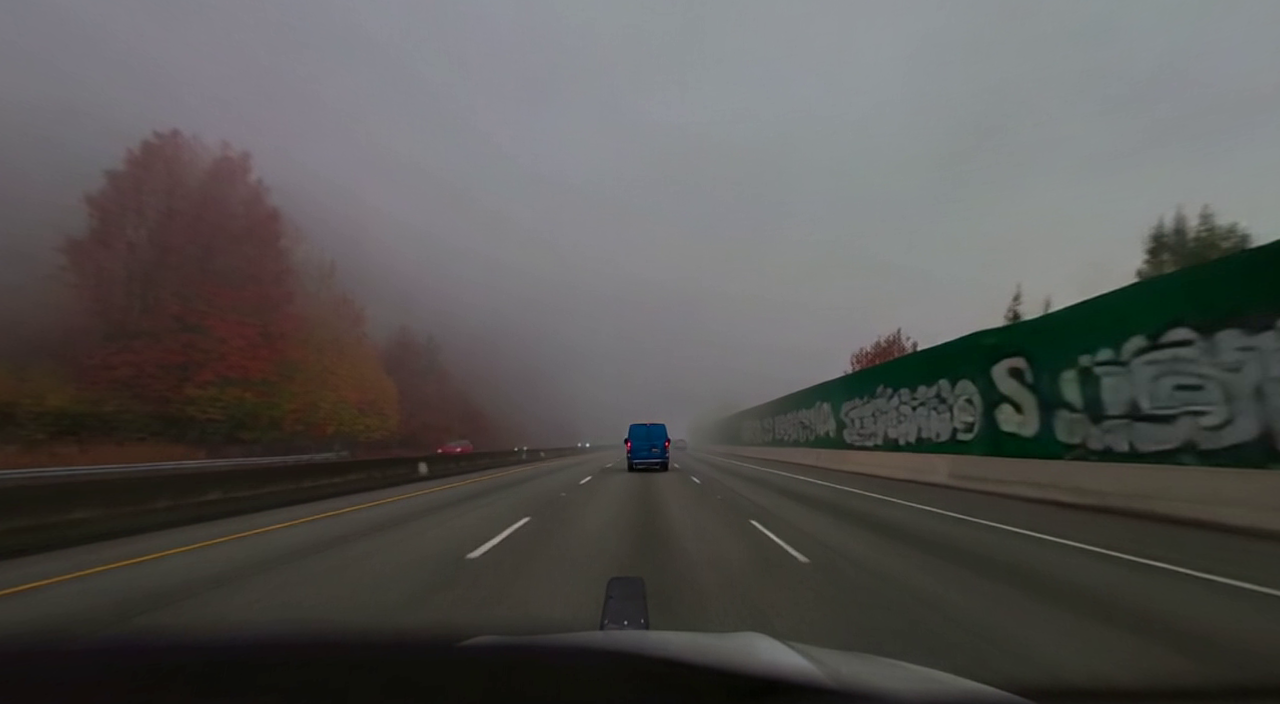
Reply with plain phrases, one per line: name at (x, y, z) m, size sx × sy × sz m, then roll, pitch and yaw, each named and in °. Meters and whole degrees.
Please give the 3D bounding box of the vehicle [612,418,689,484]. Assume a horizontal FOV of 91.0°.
vehicle at (0.277, 3.269, 20.935) m, size 2.283 × 1.956 × 4.421 m, roll 0°, pitch -8°, yaw -1°
